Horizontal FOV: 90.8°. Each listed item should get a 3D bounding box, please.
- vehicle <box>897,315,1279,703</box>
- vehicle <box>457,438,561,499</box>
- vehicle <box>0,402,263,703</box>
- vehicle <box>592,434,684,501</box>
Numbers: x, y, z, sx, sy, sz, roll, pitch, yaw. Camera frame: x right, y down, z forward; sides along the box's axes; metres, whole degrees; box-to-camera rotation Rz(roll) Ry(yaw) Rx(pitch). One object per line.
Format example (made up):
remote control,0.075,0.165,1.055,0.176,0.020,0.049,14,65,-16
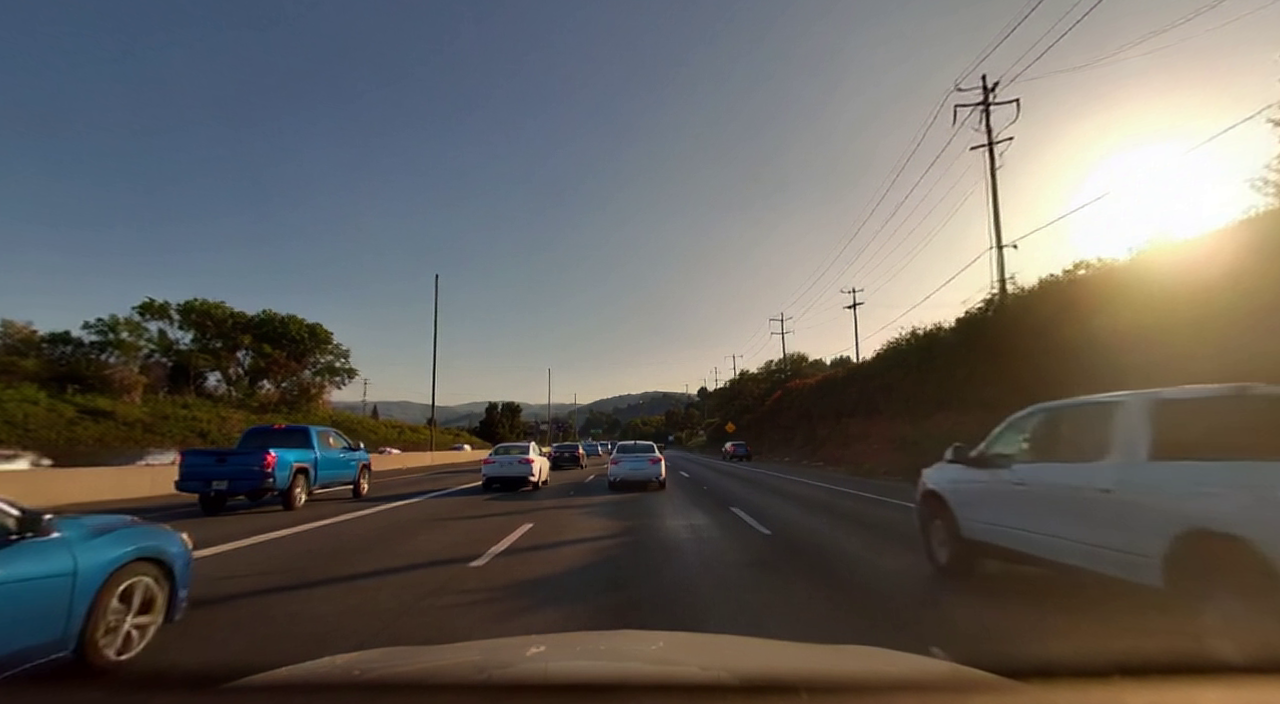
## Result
vehicle,3.697,0.902,3.646,2.113,1.800,5.376,0,-8,-1
vehicle,-3.422,3.114,17.338,1.899,1.437,4.131,0,-8,1
vehicle,-3.799,0.903,2.312,1.955,1.481,4.604,0,-8,1
vehicle,-0.077,2.978,16.766,2.102,1.499,4.439,0,-8,-1
